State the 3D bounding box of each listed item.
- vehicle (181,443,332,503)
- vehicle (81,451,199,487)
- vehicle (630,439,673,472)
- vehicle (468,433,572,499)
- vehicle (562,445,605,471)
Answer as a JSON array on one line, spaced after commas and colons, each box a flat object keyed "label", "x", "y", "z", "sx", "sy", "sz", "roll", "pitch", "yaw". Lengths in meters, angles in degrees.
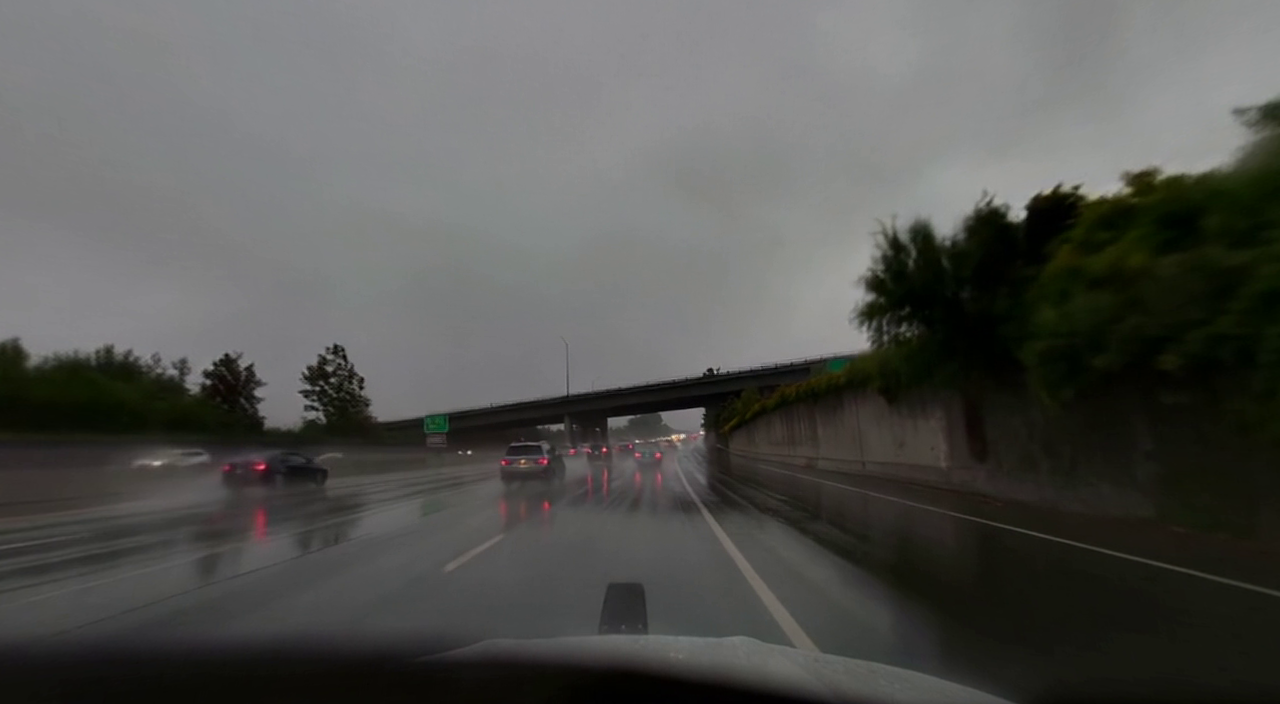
[{"label": "vehicle", "x": -11.868, "y": 3.720, "z": 19.852, "sx": 1.954, "sy": 1.640, "sz": 4.339, "roll": 0, "pitch": -8, "yaw": 1}, {"label": "vehicle", "x": -28.209, "y": 6.586, "z": 35.707, "sx": 2.250, "sy": 1.781, "sz": 5.205, "roll": 0, "pitch": -8, "yaw": 2}, {"label": "vehicle", "x": 0.635, "y": 5.560, "z": 34.060, "sx": 2.160, "sy": 1.678, "sz": 4.178, "roll": 0, "pitch": -8, "yaw": 2}, {"label": "vehicle", "x": -3.431, "y": 3.363, "z": 19.001, "sx": 2.161, "sy": 1.759, "sz": 4.482, "roll": 0, "pitch": -8, "yaw": 1}, {"label": "vehicle", "x": -3.377, "y": 6.416, "z": 38.311, "sx": 1.997, "sy": 1.490, "sz": 4.471, "roll": 0, "pitch": -8, "yaw": 2}]
